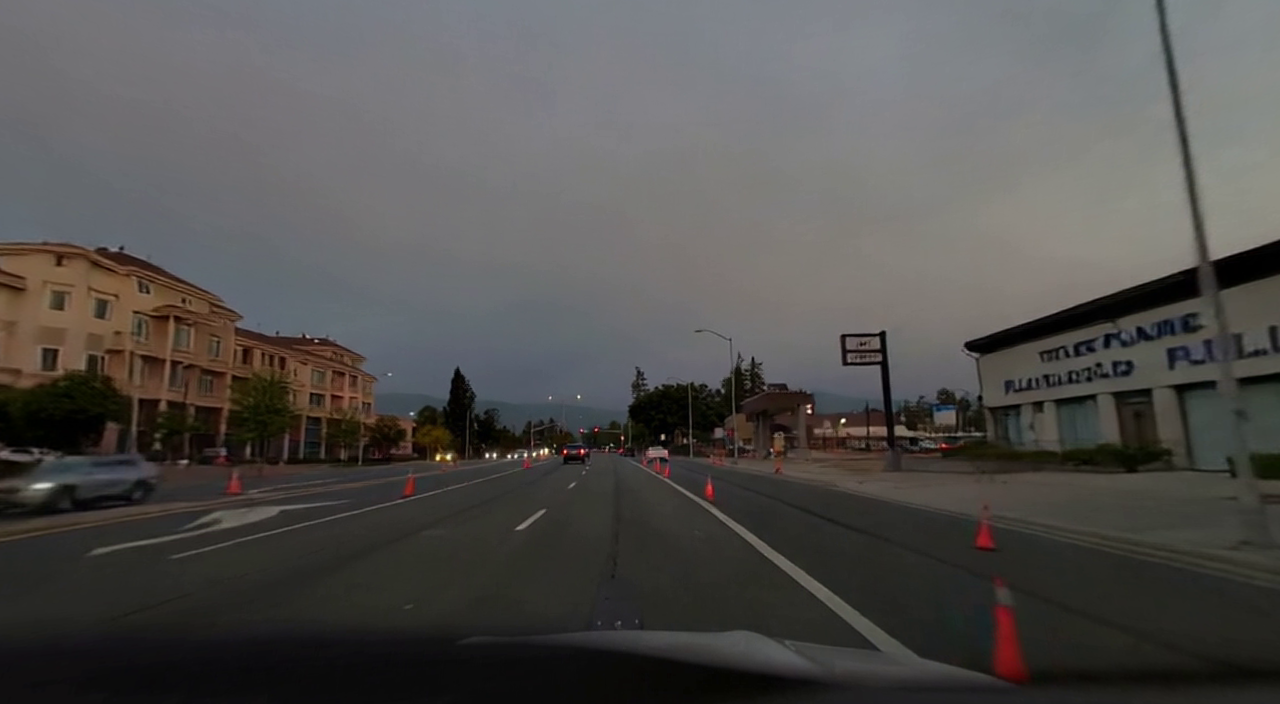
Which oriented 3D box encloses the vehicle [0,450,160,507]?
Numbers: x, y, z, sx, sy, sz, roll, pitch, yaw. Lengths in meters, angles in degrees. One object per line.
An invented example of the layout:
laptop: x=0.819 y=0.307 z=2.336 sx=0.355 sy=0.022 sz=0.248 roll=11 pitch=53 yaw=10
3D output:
vehicle: x=-17.442 y=3.785 z=19.409 sx=1.866 sy=1.477 sz=4.445 roll=0 pitch=-9 yaw=0
